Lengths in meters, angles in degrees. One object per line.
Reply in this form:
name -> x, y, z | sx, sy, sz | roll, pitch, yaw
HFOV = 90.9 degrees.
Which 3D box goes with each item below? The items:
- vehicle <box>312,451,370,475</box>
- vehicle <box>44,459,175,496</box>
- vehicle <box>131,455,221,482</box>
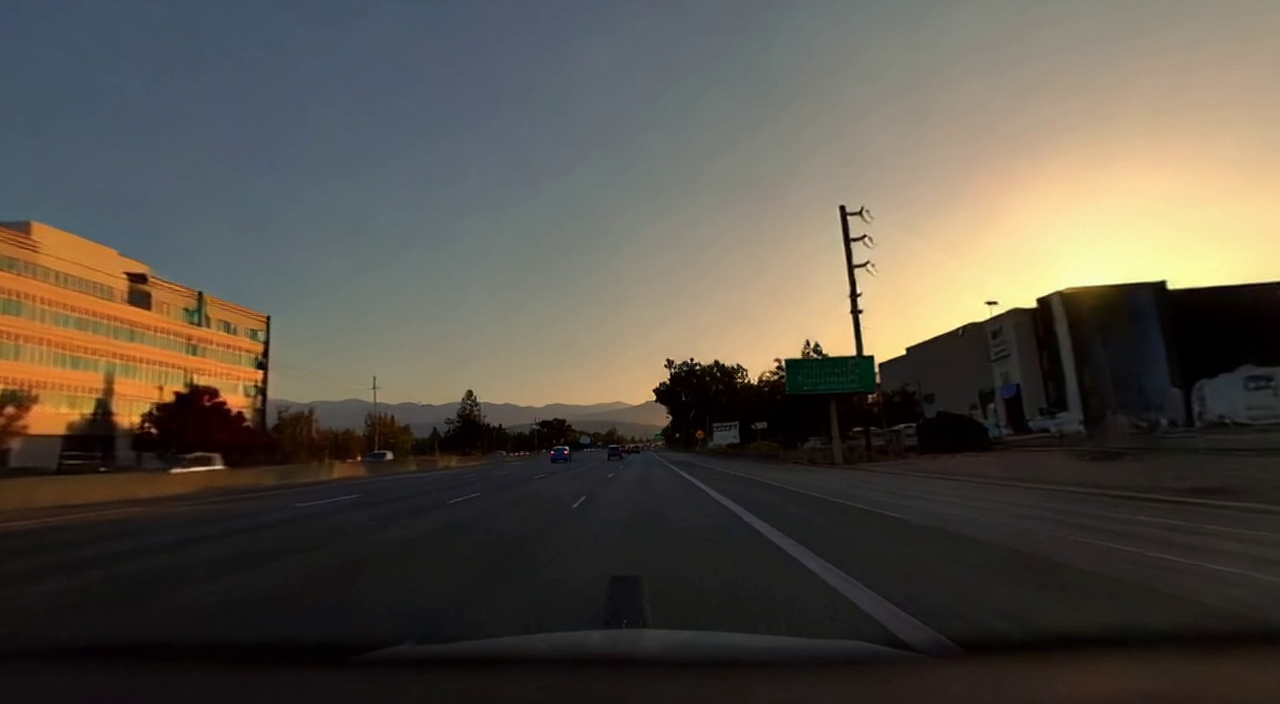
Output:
vehicle -> -20.110, 7.468, 42.661 | 1.797, 1.506, 4.153 | -1, -8, 1
vehicle -> -24.188, 5.699, 29.035 | 2.032, 1.455, 4.585 | 0, -8, 0
vehicle -> -31.167, 7.822, 42.598 | 2.125, 1.597, 5.172 | 0, -8, 1
